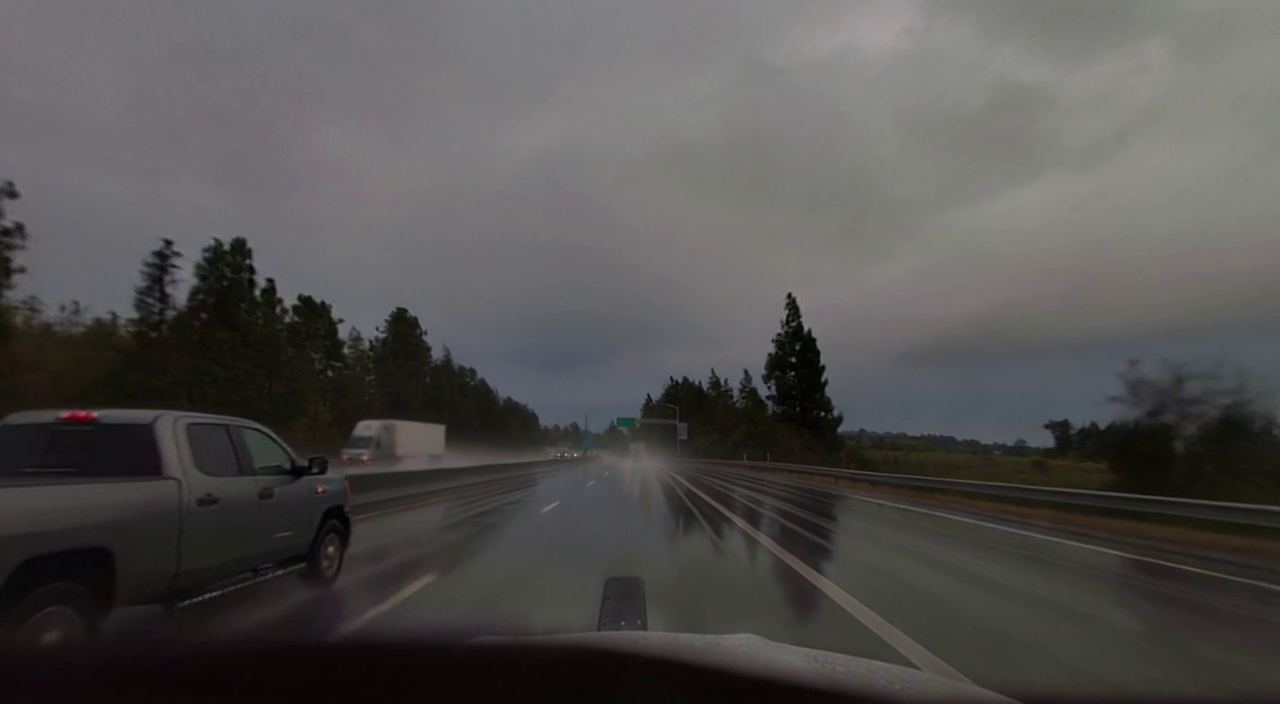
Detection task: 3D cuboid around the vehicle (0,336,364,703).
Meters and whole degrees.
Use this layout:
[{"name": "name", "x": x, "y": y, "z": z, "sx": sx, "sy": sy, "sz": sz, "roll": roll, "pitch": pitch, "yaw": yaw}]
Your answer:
[{"name": "vehicle", "x": -4.019, "y": 1.047, "z": 3.940, "sx": 2.214, "sy": 1.872, "sz": 5.179, "roll": 0, "pitch": -9, "yaw": 0}]
